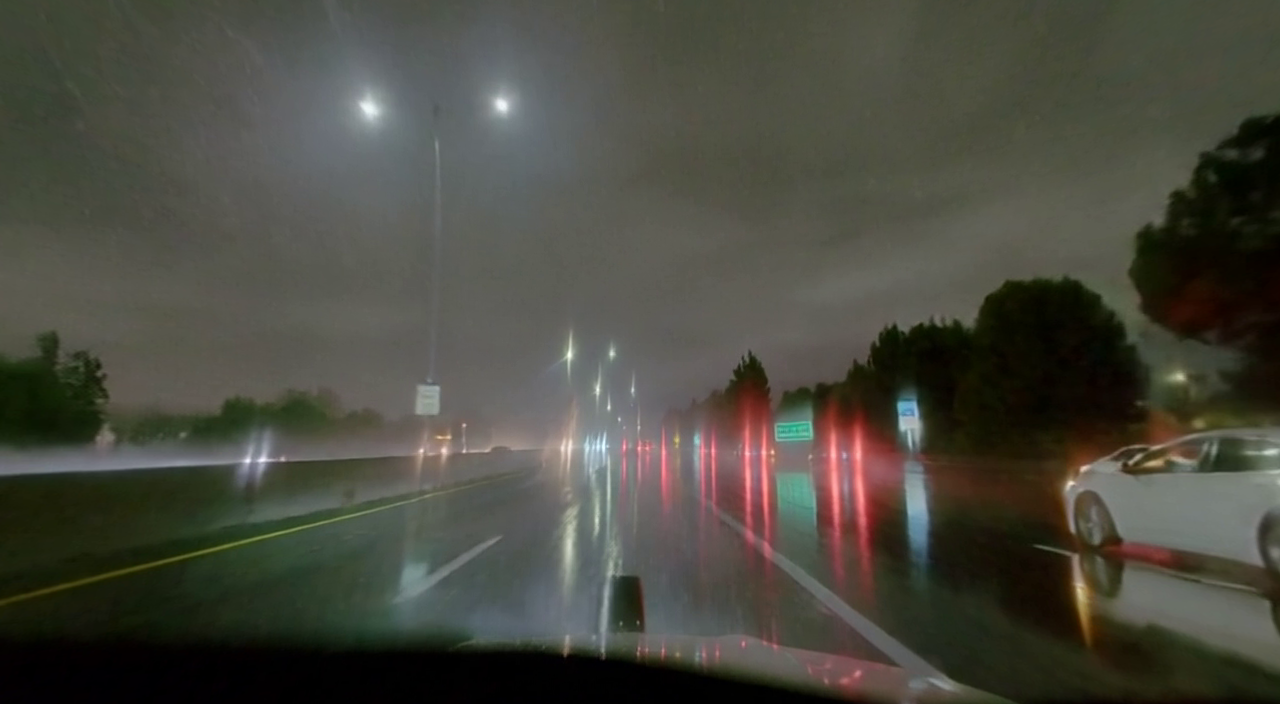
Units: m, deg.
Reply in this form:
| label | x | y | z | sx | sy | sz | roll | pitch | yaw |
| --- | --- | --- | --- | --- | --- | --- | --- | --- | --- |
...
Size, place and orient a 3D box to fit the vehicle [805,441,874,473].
| label | x | y | z | sx | sy | sz | roll | pitch | yaw |
| --- | --- | --- | --- | --- | --- | --- | --- | --- | --- |
| vehicle | 10.497 | 5.536 | 33.641 | 1.962 | 1.536 | 4.945 | 0 | -8 | -1 |

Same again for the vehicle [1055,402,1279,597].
| label | x | y | z | sx | sy | sz | roll | pitch | yaw |
| --- | --- | --- | --- | --- | --- | --- | --- | --- | --- |
| vehicle | 6.601 | 1.376 | 6.107 | 2.027 | 1.679 | 4.543 | 0 | -8 | 0 |
